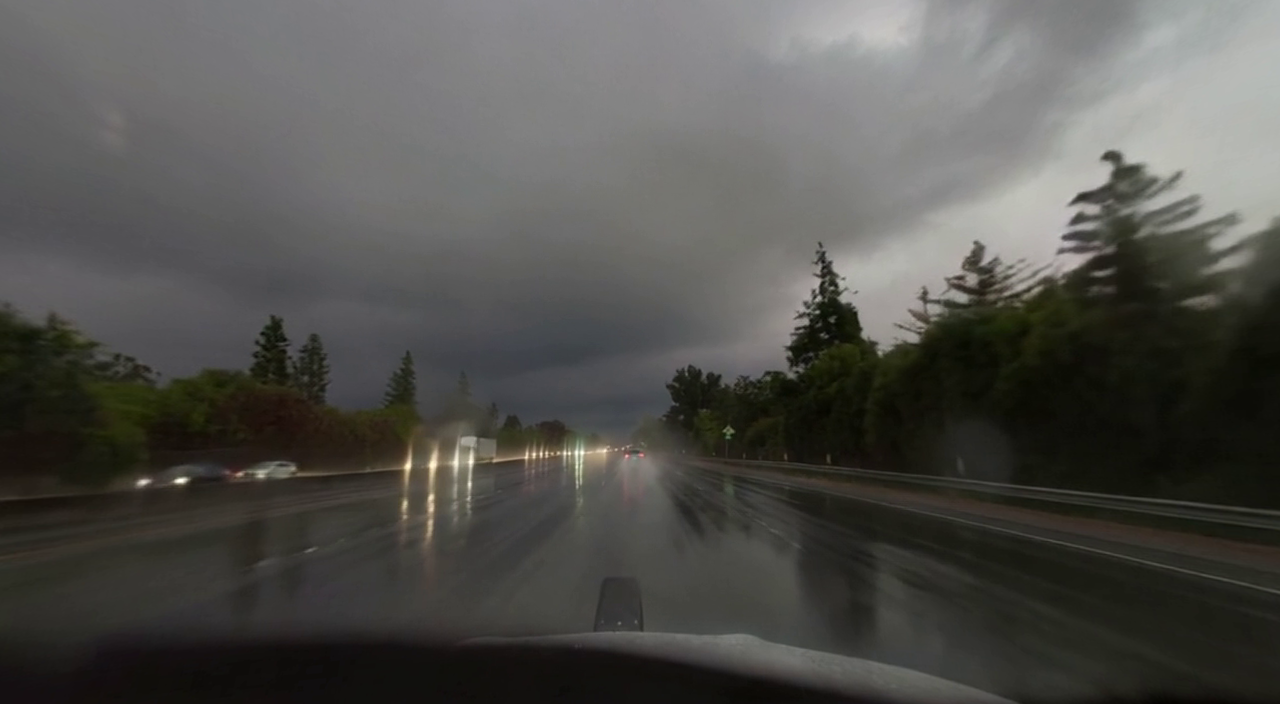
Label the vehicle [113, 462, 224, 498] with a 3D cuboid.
[{"bbox_3d":[-22.972,6.231,30.792,1.858,1.486,4.560,0,-9,0],"label":"vehicle"}]

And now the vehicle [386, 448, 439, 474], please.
[{"bbox_3d":[-15.775,7.576,43.745,2.106,1.697,4.344,0,-9,0],"label":"vehicle"}]

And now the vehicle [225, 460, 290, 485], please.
[{"bbox_3d":[-26.671,8.397,43.886,1.904,1.533,4.178,0,-9,-1],"label":"vehicle"}]
